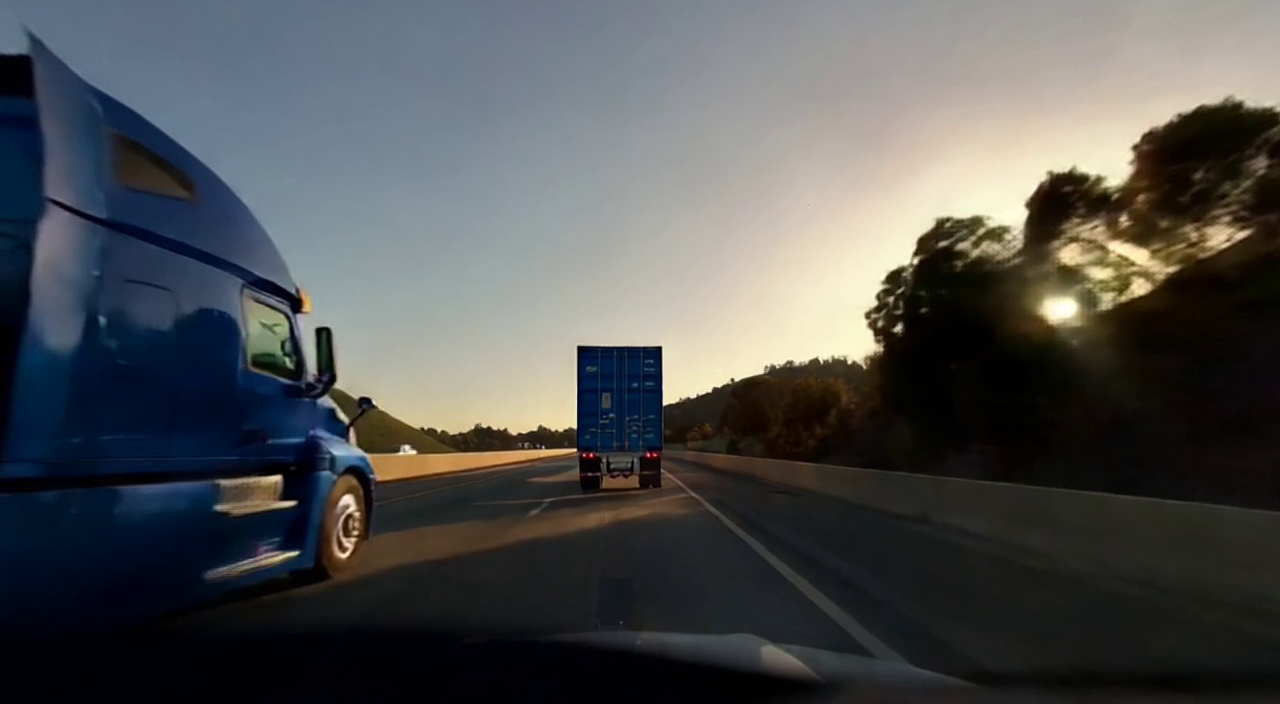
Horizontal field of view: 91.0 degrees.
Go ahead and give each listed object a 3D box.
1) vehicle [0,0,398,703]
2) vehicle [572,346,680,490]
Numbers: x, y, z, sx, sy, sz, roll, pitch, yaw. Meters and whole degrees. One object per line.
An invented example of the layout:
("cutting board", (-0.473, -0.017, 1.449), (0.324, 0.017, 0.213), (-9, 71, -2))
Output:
("vehicle", (-4.064, 0.002, 3.011), (3.418, 3.652, 5.690), (0, -9, 0))
("vehicle", (-0.389, 2.647, 23.093), (2.942, 4.003, 11.297), (0, -9, 0))
